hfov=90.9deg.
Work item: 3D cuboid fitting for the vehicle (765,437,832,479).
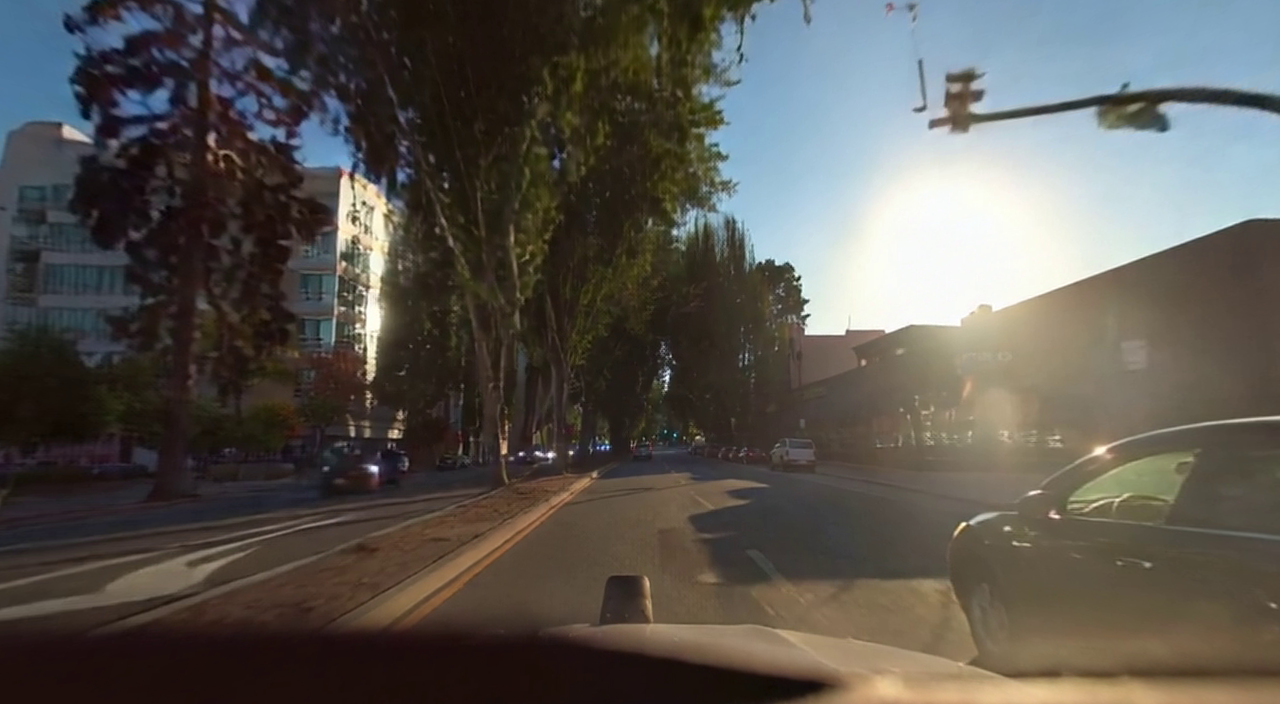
[{"bbox_3d":[7.544,5.068,30.431,2.050,1.838,4.535,0,-8,0],"label":"vehicle"}]

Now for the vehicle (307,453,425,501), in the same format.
[{"bbox_3d":[-8.395,3.838,19.803,1.748,1.278,4.300,0,-8,0],"label":"vehicle"}]

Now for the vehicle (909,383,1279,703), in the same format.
[{"bbox_3d":[2.887,0.914,2.332,1.989,1.498,4.050,0,-8,0],"label":"vehicle"}]

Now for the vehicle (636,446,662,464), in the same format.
[{"bbox_3d":[0.660,7.833,48.057,1.945,1.343,3.827,0,-8,0],"label":"vehicle"}]

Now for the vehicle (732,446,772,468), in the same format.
[{"bbox_3d":[7.602,7.135,43.090,1.874,1.438,4.466,0,-8,-1],"label":"vehicle"}]
